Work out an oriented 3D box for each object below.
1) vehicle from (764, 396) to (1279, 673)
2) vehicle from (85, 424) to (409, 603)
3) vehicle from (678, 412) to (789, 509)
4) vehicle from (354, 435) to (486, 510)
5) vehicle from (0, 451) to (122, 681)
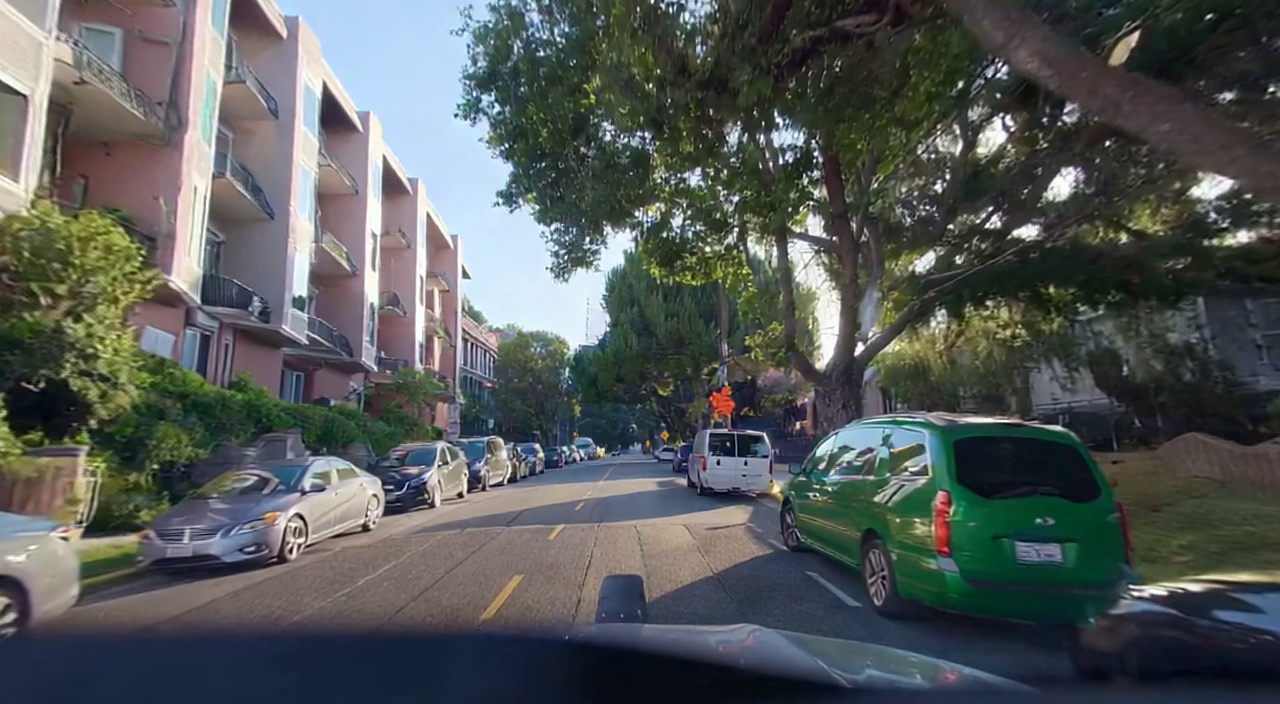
[{"bbox_3d":[2.824,1.477,6.452,2.031,1.655,5.148,0,-8,0],"label":"vehicle"},{"bbox_3d":[-5.677,2.235,10.147,2.101,1.646,5.001,-2,-1,-1],"label":"vehicle"},{"bbox_3d":[2.555,3.043,18.865,2.259,2.119,5.281,-1,-2,-3],"label":"vehicle"},{"bbox_3d":[-5.690,3.145,17.052,1.838,1.725,4.660,0,-8,0],"label":"vehicle"},{"bbox_3d":[-5.147,1.208,2.628,2.014,1.452,4.721,-2,-8,0],"label":"vehicle"}]
